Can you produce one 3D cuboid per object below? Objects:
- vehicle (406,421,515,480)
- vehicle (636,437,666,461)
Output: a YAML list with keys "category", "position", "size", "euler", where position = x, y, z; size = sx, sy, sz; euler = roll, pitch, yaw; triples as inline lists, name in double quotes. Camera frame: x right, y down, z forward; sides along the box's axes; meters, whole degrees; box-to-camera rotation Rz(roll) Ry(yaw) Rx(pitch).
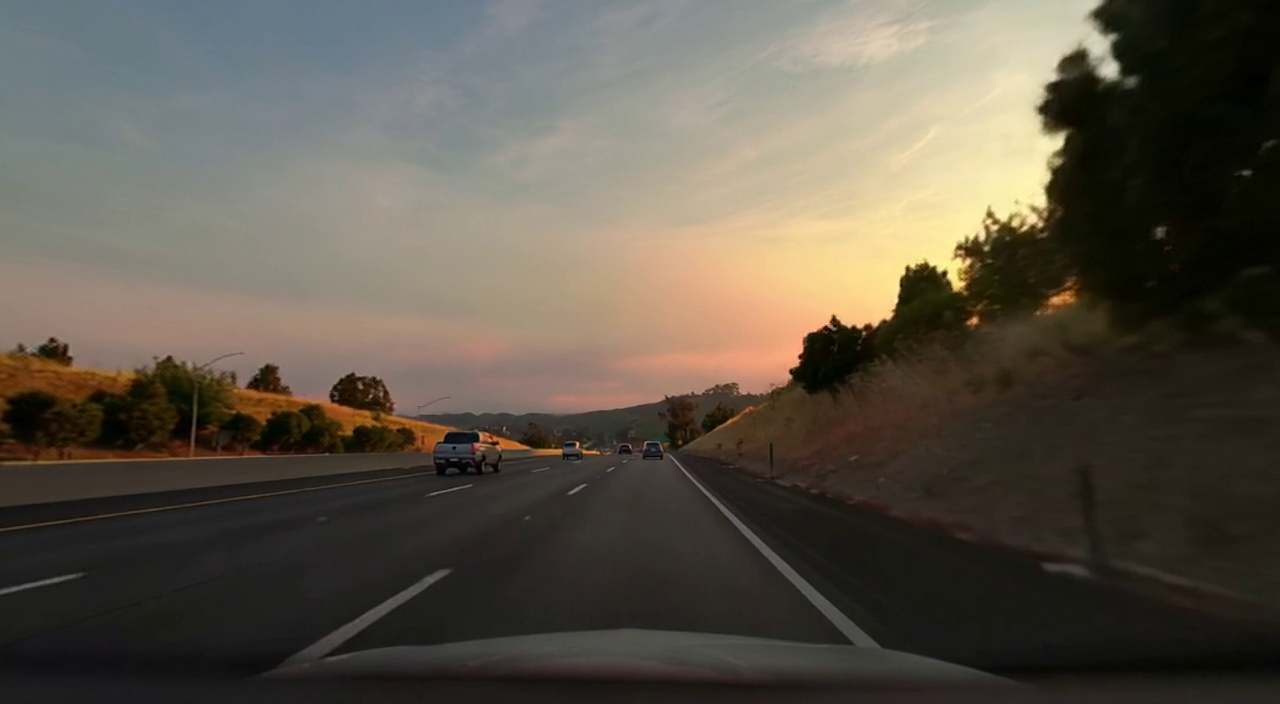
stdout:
- category: "vehicle"
  position: [-6.669, 3.743, 24.203]
  size: [2.438, 1.967, 5.596]
  euler: [0, -8, 1]
- category: "vehicle"
  position: [0.816, 7.238, 47.213]
  size: [2.141, 1.706, 4.065]
  euler: [0, -8, 0]
